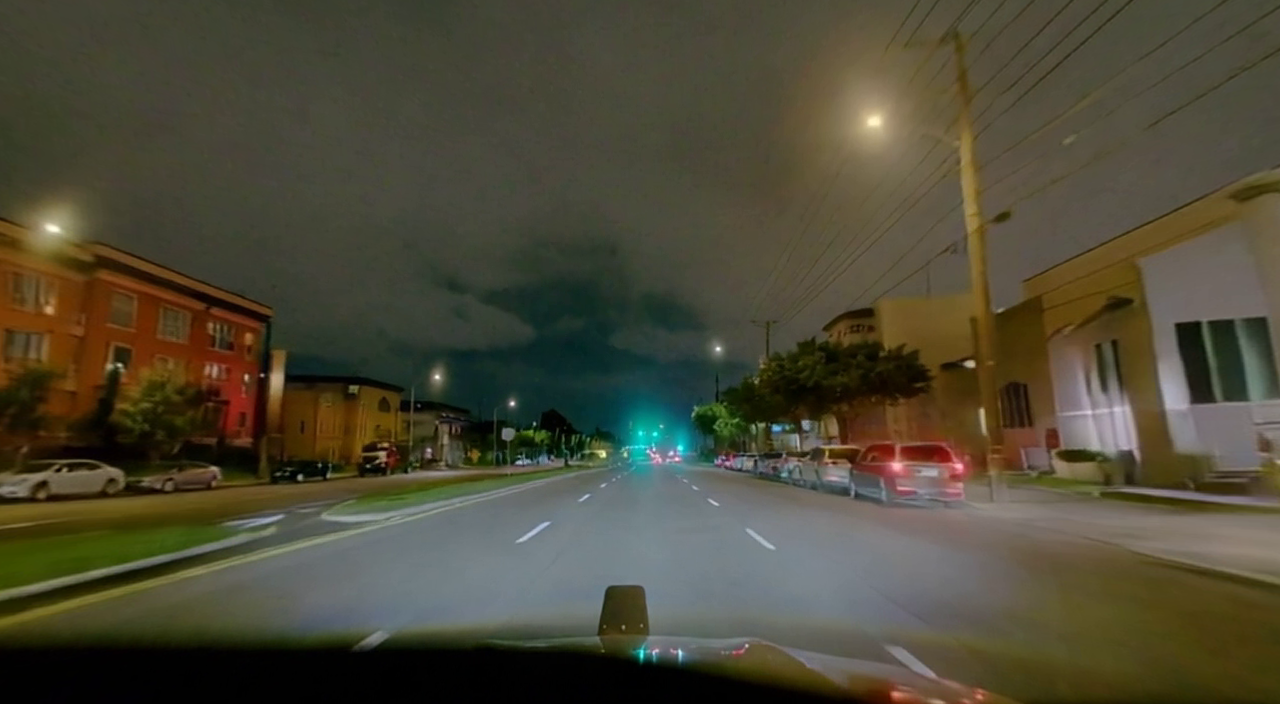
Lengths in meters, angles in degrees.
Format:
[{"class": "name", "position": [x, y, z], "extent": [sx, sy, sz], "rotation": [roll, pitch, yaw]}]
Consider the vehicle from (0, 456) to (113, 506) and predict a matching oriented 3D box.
[{"class": "vehicle", "position": [-22.367, 4.646, 23.068], "extent": [1.966, 1.595, 4.719], "rotation": [0, -8, 1]}]

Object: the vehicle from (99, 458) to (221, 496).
[{"class": "vehicle", "position": [-22.124, 5.741, 29.346], "extent": [1.921, 1.508, 4.738], "rotation": [0, -8, 1]}]

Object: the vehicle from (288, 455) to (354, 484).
[{"class": "vehicle", "position": [-22.072, 8.092, 43.796], "extent": [2.116, 1.813, 4.674], "rotation": [0, -8, 0]}]

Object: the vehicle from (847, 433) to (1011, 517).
[{"class": "vehicle", "position": [7.041, 3.018, 16.052], "extent": [1.998, 1.819, 4.621], "rotation": [0, -8, 0]}]

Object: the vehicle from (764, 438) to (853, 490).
[{"class": "vehicle", "position": [7.237, 4.849, 27.900], "extent": [2.197, 2.019, 6.225], "rotation": [0, -8, 0]}]
